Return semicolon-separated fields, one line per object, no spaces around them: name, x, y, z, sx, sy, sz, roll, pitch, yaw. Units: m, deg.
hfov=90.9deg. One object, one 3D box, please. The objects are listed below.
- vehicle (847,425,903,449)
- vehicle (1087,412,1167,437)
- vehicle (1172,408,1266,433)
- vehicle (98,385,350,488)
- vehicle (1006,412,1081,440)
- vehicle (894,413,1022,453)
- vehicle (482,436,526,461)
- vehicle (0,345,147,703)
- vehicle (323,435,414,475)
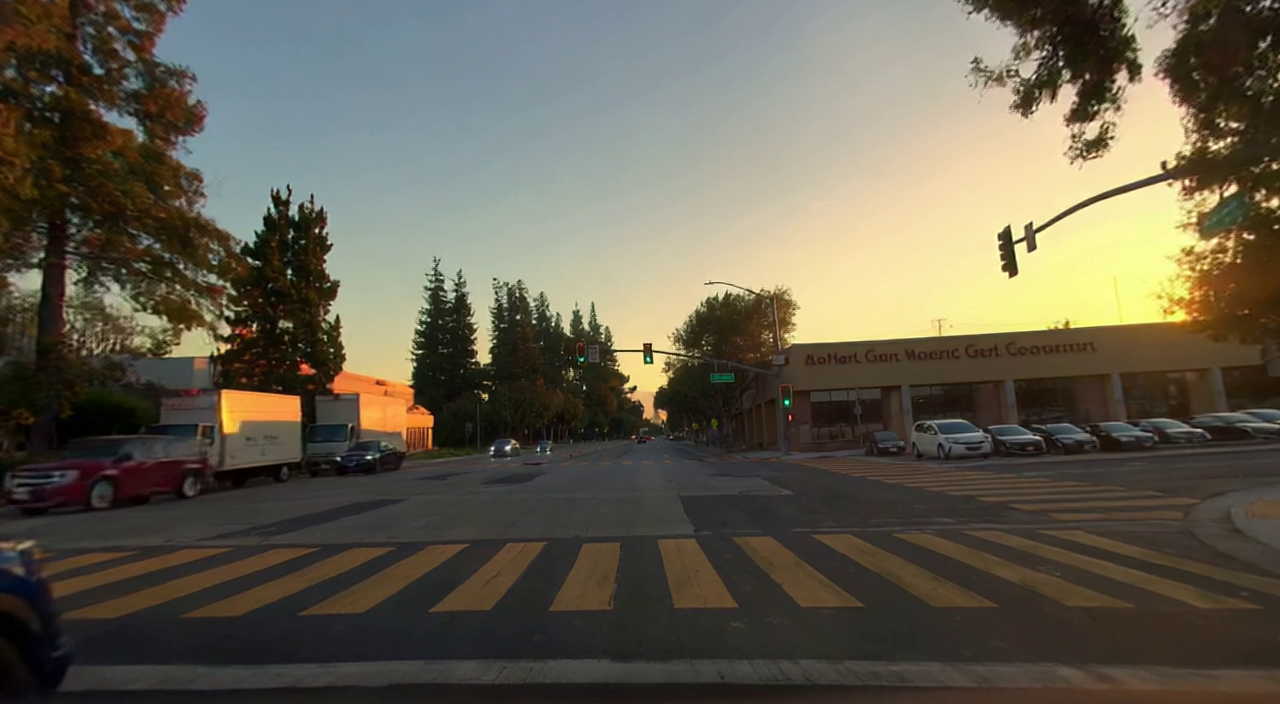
vehicle;17.201;6.286;46.296;3.329;1.415;1.821;-6;-9;2
vehicle;31.380;4.731;40.772;1.823;1.480;4.003;0;-8;-4
vehicle;38.439;4.602;42.017;1.715;1.480;4.701;0;-8;-1
vehicle;-16.554;3.638;26.793;3.161;3.455;11.058;0;-8;0
vehicle;26.316;4.879;41.263;2.011;1.656;4.163;0;-8;-3
vehicle;14.005;3.594;27.933;4.566;1.670;2.000;0;-8;-2
vehicle;-9.251;6.603;43.327;2.026;1.616;4.199;0;-8;1
vehicle;-3.360;0.566;0.693;1.934;1.649;4.490;0;-8;1
vehicle;-12.231;4.666;28.799;2.181;1.653;4.468;0;-8;0
